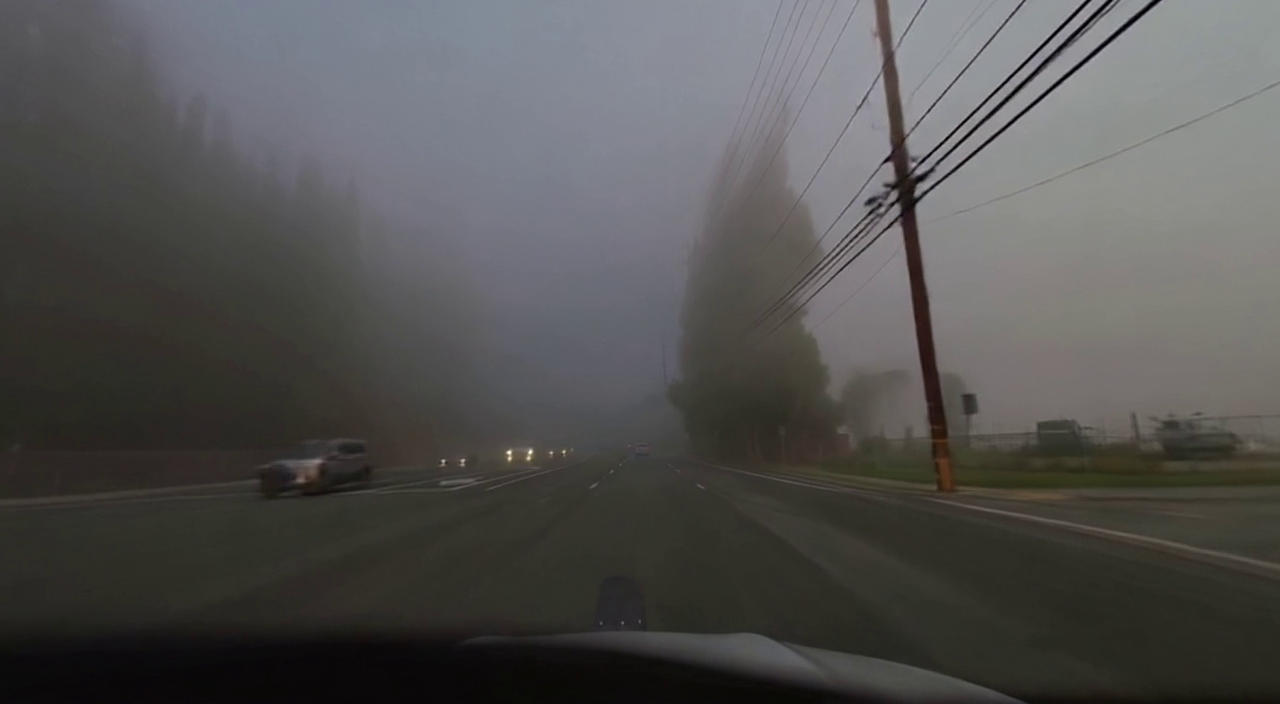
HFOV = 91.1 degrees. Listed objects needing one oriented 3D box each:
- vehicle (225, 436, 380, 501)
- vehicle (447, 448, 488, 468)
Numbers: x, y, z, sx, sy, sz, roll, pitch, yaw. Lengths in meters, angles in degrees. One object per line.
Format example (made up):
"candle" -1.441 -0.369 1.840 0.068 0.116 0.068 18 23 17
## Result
"vehicle" -9.925 3.443 19.000 2.111 1.718 4.465 0 -8 1
"vehicle" -13.213 8.123 48.278 1.821 1.453 4.459 0 -8 1
